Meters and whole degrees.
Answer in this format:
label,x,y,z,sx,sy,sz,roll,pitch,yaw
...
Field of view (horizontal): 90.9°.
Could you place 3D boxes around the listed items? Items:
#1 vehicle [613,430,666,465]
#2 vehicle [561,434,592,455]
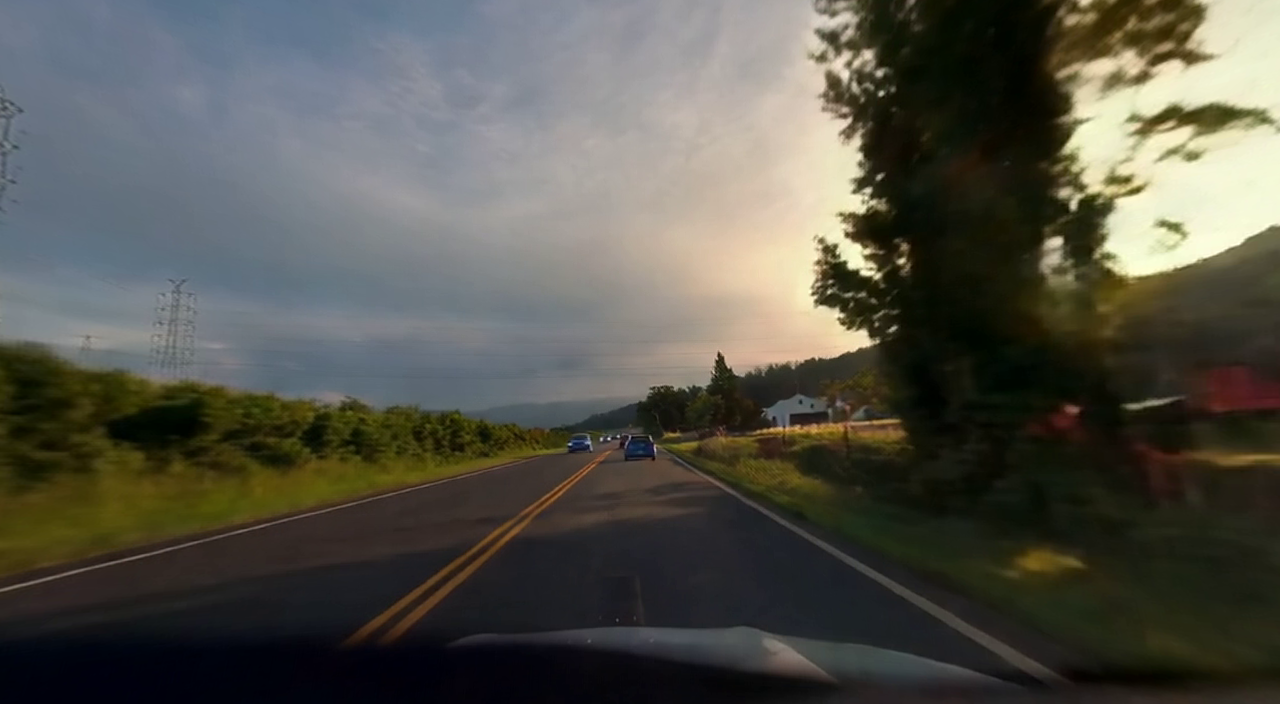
label,x,y,z,sx,sy,sz,roll,pitch,yaw
vehicle,-0.080,4.344,28.772,2.241,1.471,3.829,0,-8,-2
vehicle,-4.774,7.042,48.147,2.019,1.511,4.290,0,-8,-1
